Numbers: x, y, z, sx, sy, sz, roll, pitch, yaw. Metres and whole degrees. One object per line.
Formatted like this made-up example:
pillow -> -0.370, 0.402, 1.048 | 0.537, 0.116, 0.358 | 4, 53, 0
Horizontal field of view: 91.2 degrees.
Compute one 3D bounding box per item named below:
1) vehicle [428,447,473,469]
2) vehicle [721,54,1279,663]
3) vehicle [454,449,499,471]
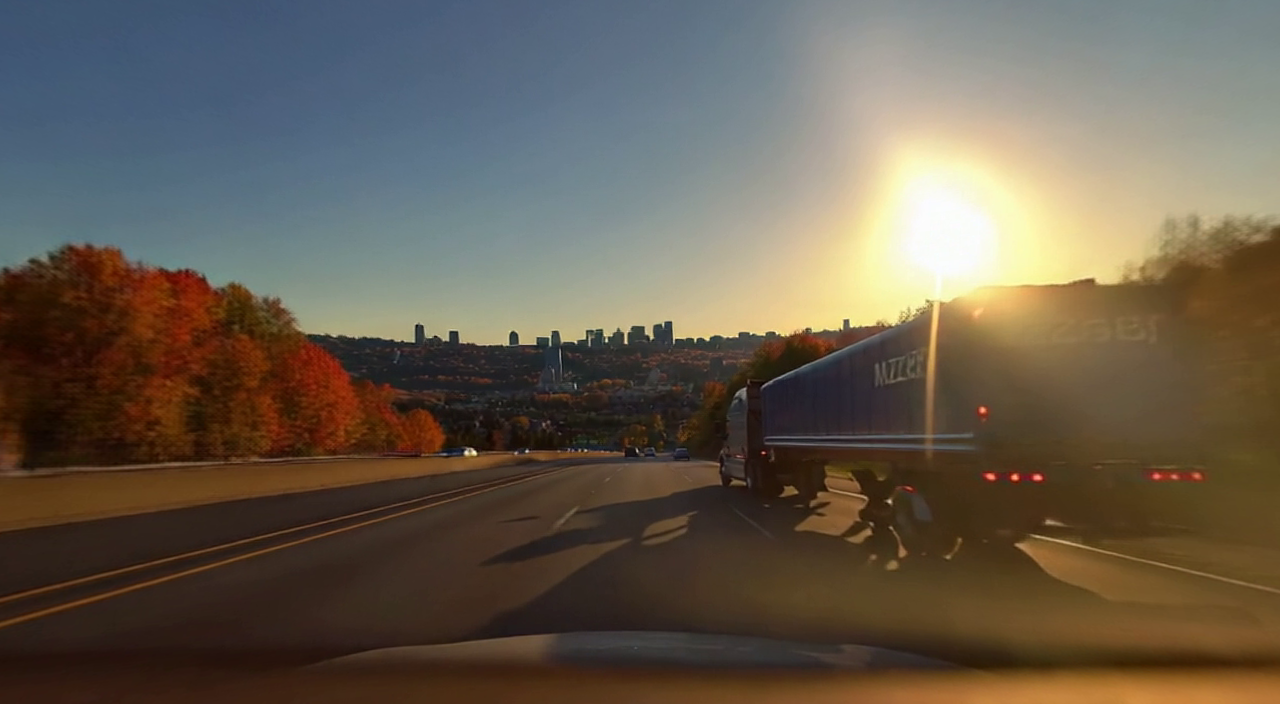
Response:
vehicle -> -14.880, 8.297, 49.359 | 2.075, 1.608, 4.299 | -1, -9, 2
vehicle -> 4.105, 1.179, 12.261 | 3.003, 3.880, 16.814 | 0, -9, 1
vehicle -> -11.522, 7.610, 44.365 | 1.911, 1.494, 4.303 | -1, -9, 2
